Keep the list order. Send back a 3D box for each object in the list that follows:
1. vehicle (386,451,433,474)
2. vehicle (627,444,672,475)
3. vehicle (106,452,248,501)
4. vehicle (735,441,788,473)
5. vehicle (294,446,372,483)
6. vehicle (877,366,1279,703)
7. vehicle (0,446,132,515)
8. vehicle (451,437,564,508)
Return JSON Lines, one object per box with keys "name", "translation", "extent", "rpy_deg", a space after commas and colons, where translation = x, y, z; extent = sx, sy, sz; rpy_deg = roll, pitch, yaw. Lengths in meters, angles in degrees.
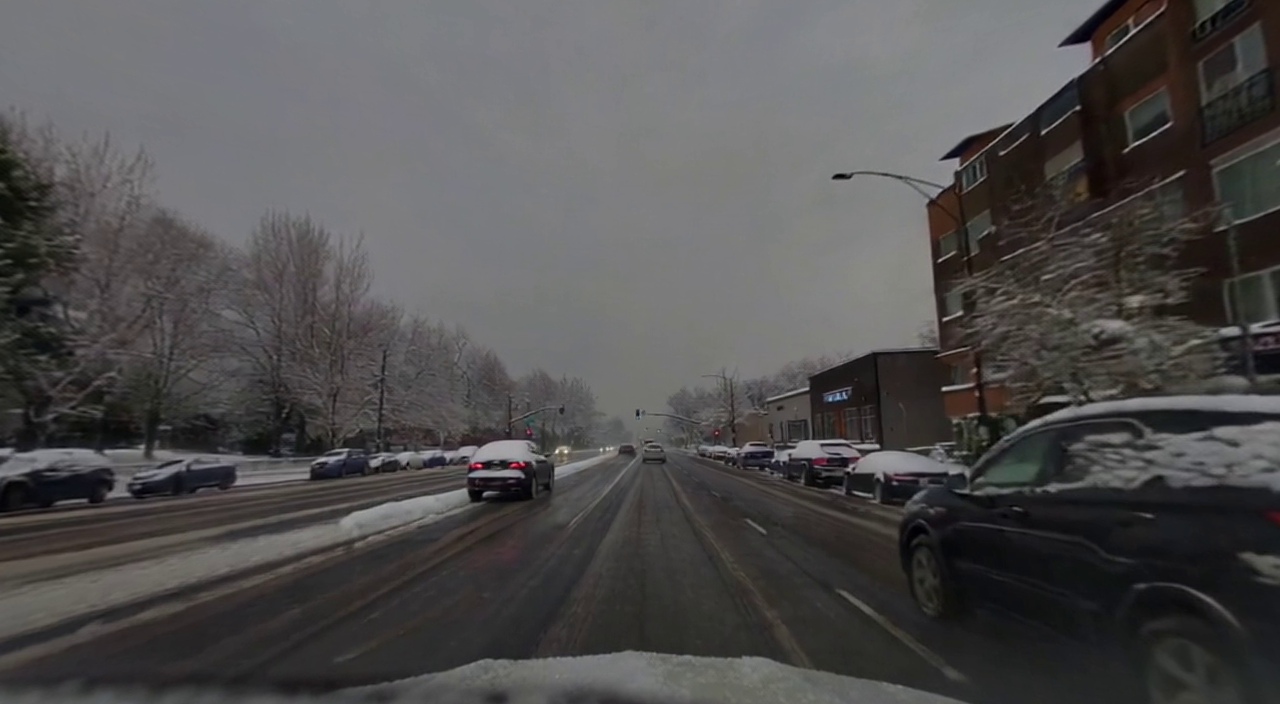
{"name": "vehicle", "translation": [-16.627, 7.969, 45.695], "extent": [1.854, 1.466, 4.377], "rpy_deg": [-2, -8, 0]}
{"name": "vehicle", "translation": [0.462, 5.353, 31.627], "extent": [2.103, 1.468, 4.094], "rpy_deg": [0, -9, 1]}
{"name": "vehicle", "translation": [-17.053, 4.549, 23.543], "extent": [1.915, 1.497, 4.445], "rpy_deg": [-2, -8, 1]}
{"name": "vehicle", "translation": [7.312, 6.406, 38.563], "extent": [2.207, 1.789, 5.099], "rpy_deg": [0, -9, 0]}
{"name": "vehicle", "translation": [-16.719, 6.083, 34.583], "extent": [2.089, 1.756, 4.486], "rpy_deg": [-2, -8, -1]}
{"name": "vehicle", "translation": [3.328, 1.143, 4.159], "extent": [1.987, 1.637, 3.896], "rpy_deg": [0, -9, 0]}
{"name": "vehicle", "translation": [-17.043, 3.483, 17.298], "extent": [2.121, 1.678, 4.936], "rpy_deg": [-2, -8, -1]}
{"name": "vehicle", "translation": [-3.111, 2.914, 15.729], "extent": [1.860, 1.510, 4.073], "rpy_deg": [-1, -9, 1]}
